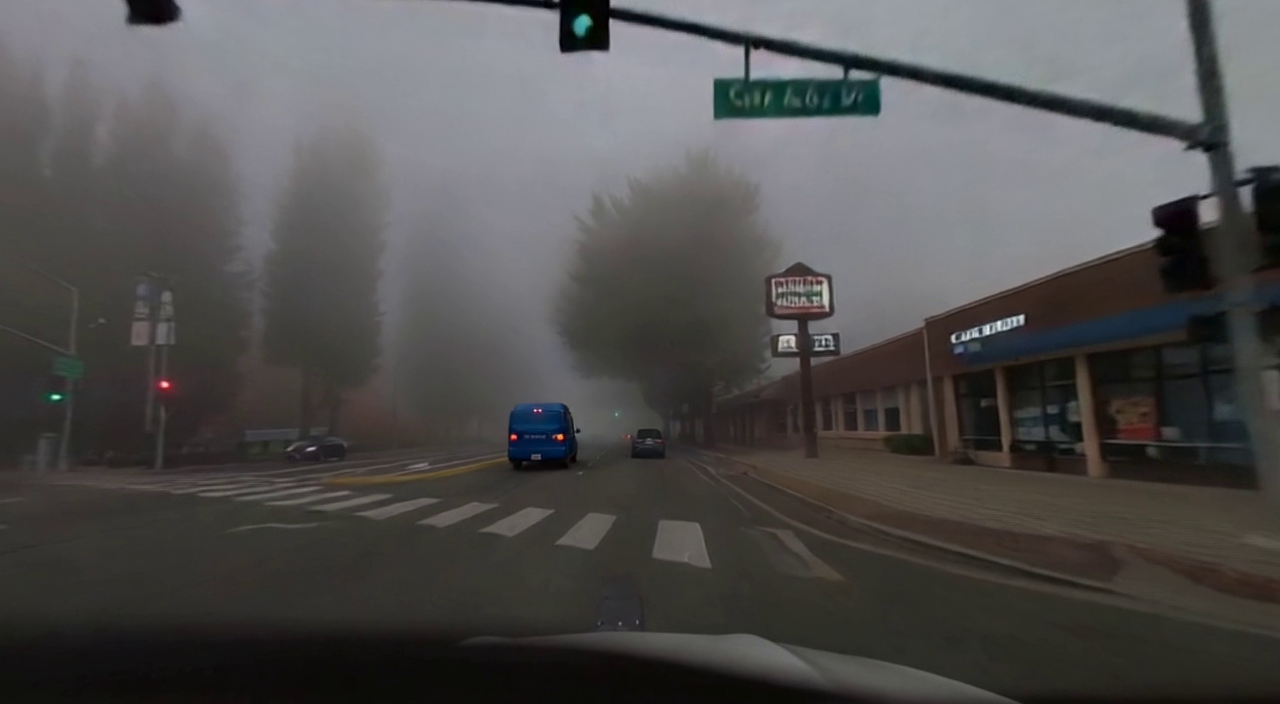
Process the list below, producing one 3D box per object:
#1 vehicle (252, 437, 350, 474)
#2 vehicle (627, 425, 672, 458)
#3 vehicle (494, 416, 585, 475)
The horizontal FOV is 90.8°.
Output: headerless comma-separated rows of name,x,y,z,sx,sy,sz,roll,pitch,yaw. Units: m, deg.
vehicle,-15.884,4.833,29.953,1.912,1.432,5.070,-3,-8,0
vehicle,0.418,4.472,31.624,2.103,1.487,4.101,-1,-8,0
vehicle,-3.287,3.202,21.912,2.464,1.777,5.128,0,-8,-1
